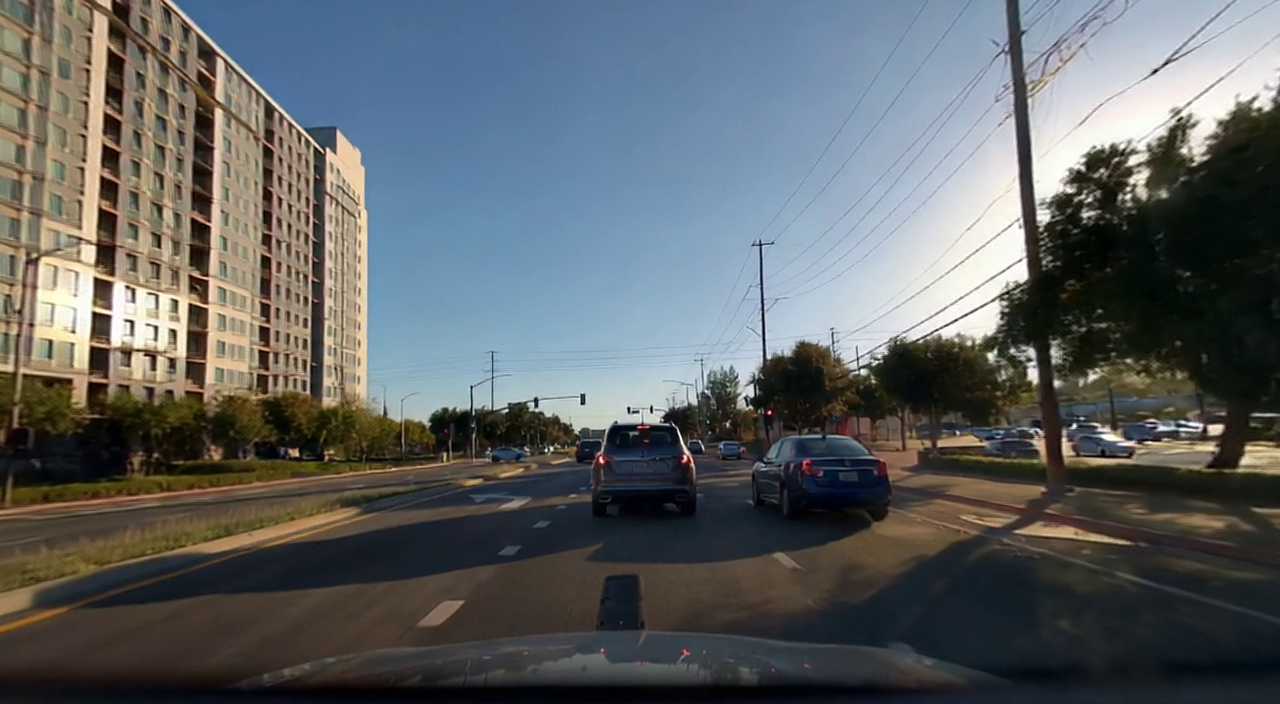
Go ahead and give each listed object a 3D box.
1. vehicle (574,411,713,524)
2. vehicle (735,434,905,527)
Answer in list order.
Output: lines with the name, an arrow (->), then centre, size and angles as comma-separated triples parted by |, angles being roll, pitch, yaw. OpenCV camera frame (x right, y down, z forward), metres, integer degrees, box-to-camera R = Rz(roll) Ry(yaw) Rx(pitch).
vehicle -> 0.069, 2.159, 12.279 | 2.189, 1.776, 4.342 | 0, -8, 0
vehicle -> 3.231, 2.400, 12.461 | 1.990, 1.482, 4.575 | 0, -8, 0
